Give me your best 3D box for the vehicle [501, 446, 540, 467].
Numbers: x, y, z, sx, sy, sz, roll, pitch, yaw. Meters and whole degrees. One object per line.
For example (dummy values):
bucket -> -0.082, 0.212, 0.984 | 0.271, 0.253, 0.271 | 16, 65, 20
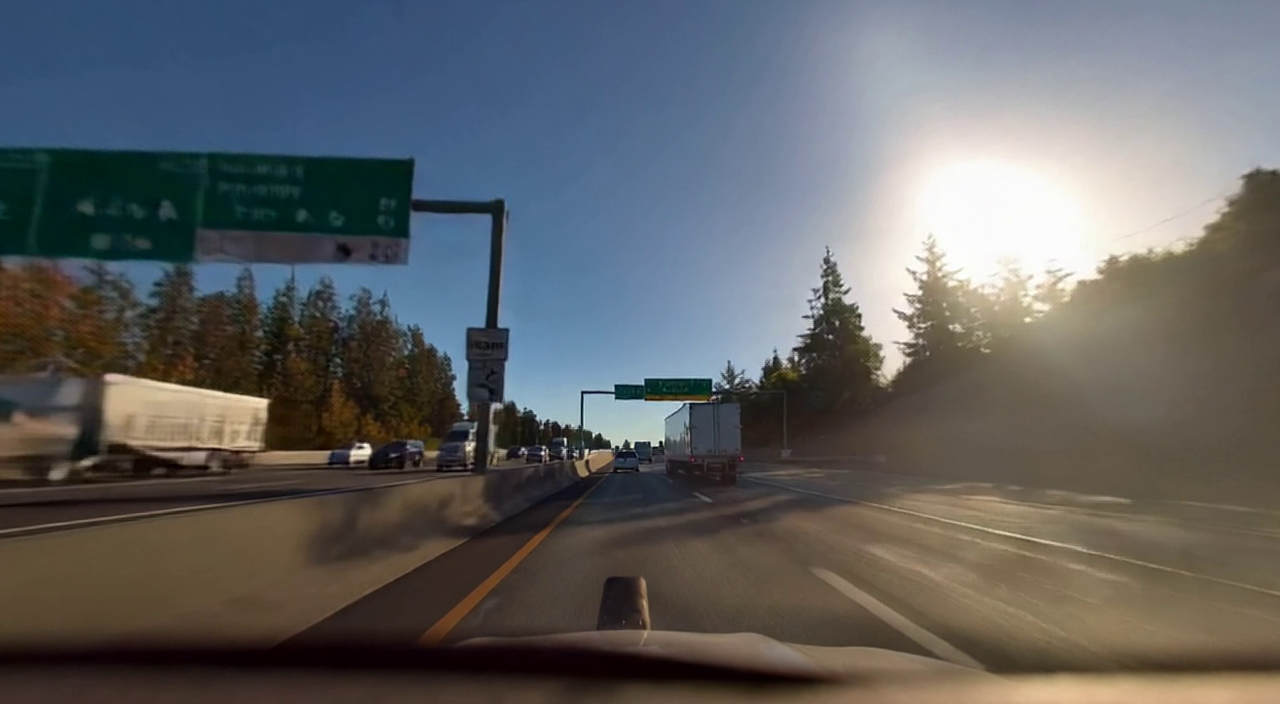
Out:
vehicle -> -8.931, 7.854, 47.582 | 2.013, 1.451, 4.635 | -1, -9, 0

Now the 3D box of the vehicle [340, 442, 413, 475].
vehicle -> -12.286, 4.998, 29.704 | 1.845, 1.441, 3.969 | 0, -9, -2

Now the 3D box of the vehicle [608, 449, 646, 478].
vehicle -> -0.796, 6.635, 37.584 | 2.111, 1.599, 3.859 | 0, -9, -2

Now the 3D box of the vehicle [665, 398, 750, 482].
vehicle -> 3.497, 5.263, 36.801 | 2.931, 4.009, 12.800 | 0, -9, -3

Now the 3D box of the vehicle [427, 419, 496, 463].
vehicle -> -7.954, 4.066, 28.594 | 2.073, 1.806, 4.773 | 0, -9, -4

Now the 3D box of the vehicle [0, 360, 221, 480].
vehicle -> -11.846, 1.625, 14.001 | 2.161, 2.281, 4.072 | 0, -10, 0
